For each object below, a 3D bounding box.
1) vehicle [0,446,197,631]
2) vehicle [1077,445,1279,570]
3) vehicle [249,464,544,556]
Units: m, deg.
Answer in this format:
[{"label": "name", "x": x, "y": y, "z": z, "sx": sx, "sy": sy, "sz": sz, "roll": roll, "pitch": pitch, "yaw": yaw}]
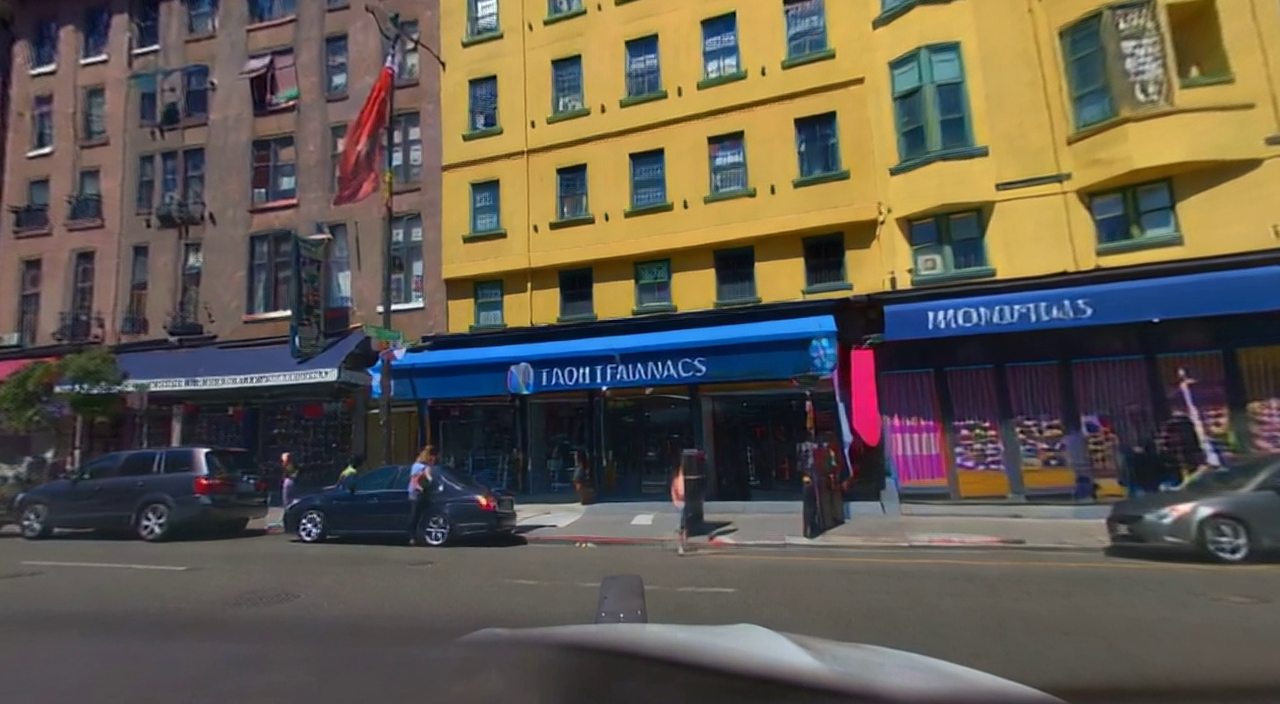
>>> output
[{"label": "vehicle", "x": -7.042, "y": 1.672, "z": 6.244, "sx": 4.330, "sy": 1.458, "sz": 1.932, "roll": -2, "pitch": -9, "yaw": 15}, {"label": "vehicle", "x": 9.619, "y": 2.279, "z": 9.608, "sx": 4.410, "sy": 1.687, "sz": 1.834, "roll": -2, "pitch": -8, "yaw": 9}, {"label": "vehicle", "x": -4.403, "y": 2.833, "z": 11.744, "sx": 4.830, "sy": 1.421, "sz": 1.826, "roll": -2, "pitch": -9, "yaw": 11}]
